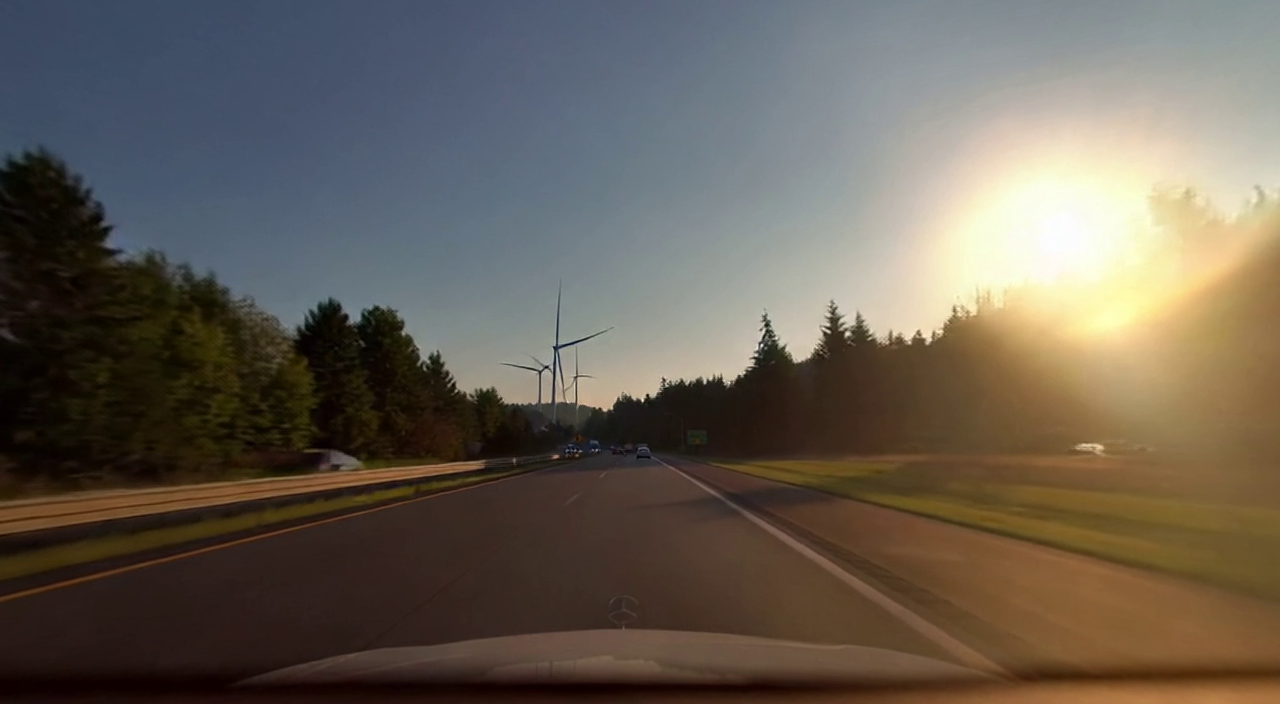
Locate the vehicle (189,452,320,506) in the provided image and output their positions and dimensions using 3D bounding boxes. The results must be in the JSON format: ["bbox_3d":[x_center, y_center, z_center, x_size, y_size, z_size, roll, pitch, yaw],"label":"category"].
[{"bbox_3d":[-11.966,3.927,19.899,1.669,1.494,3.894,0,-9,-1],"label":"vehicle"}]
